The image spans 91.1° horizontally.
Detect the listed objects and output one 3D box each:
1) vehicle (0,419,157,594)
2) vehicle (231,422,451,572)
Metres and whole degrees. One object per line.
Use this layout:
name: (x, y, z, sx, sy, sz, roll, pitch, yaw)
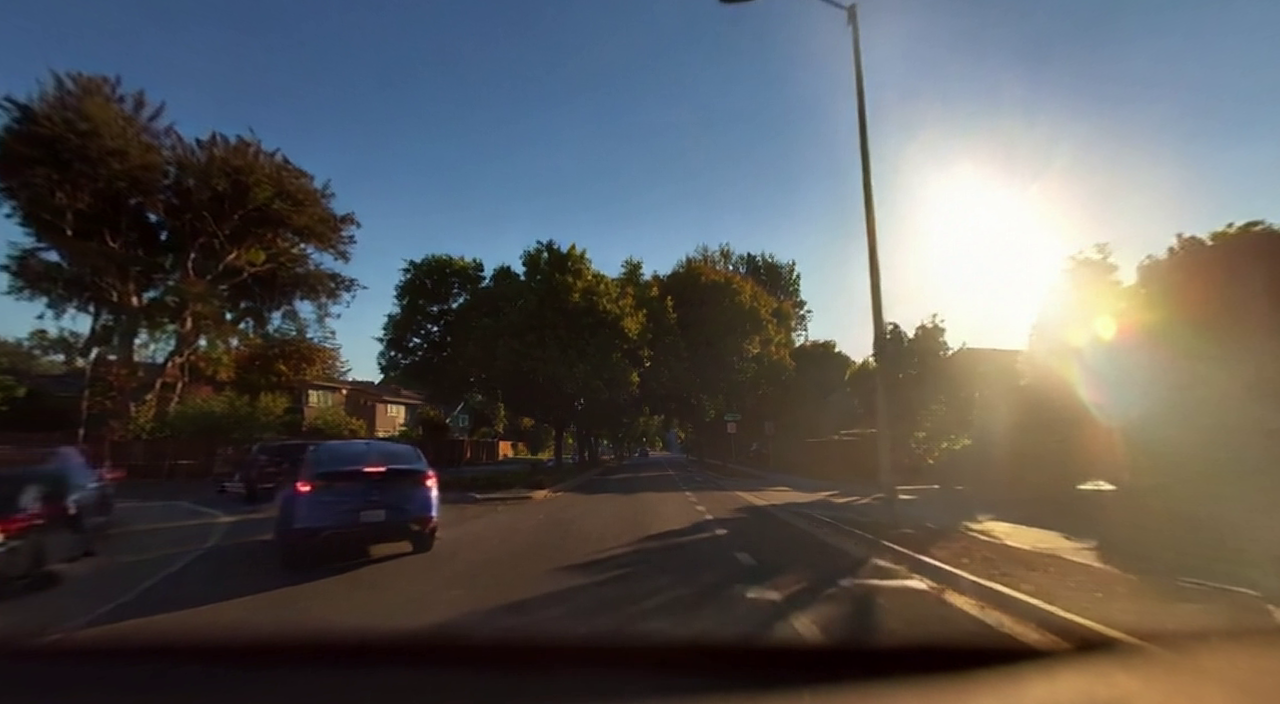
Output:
vehicle: (-7.923, 1.780, 7.976, 2.043, 1.675, 4.816, 5, -10, -29)
vehicle: (-4.386, 1.962, 9.406, 2.290, 1.653, 4.127, 4, -9, -25)
